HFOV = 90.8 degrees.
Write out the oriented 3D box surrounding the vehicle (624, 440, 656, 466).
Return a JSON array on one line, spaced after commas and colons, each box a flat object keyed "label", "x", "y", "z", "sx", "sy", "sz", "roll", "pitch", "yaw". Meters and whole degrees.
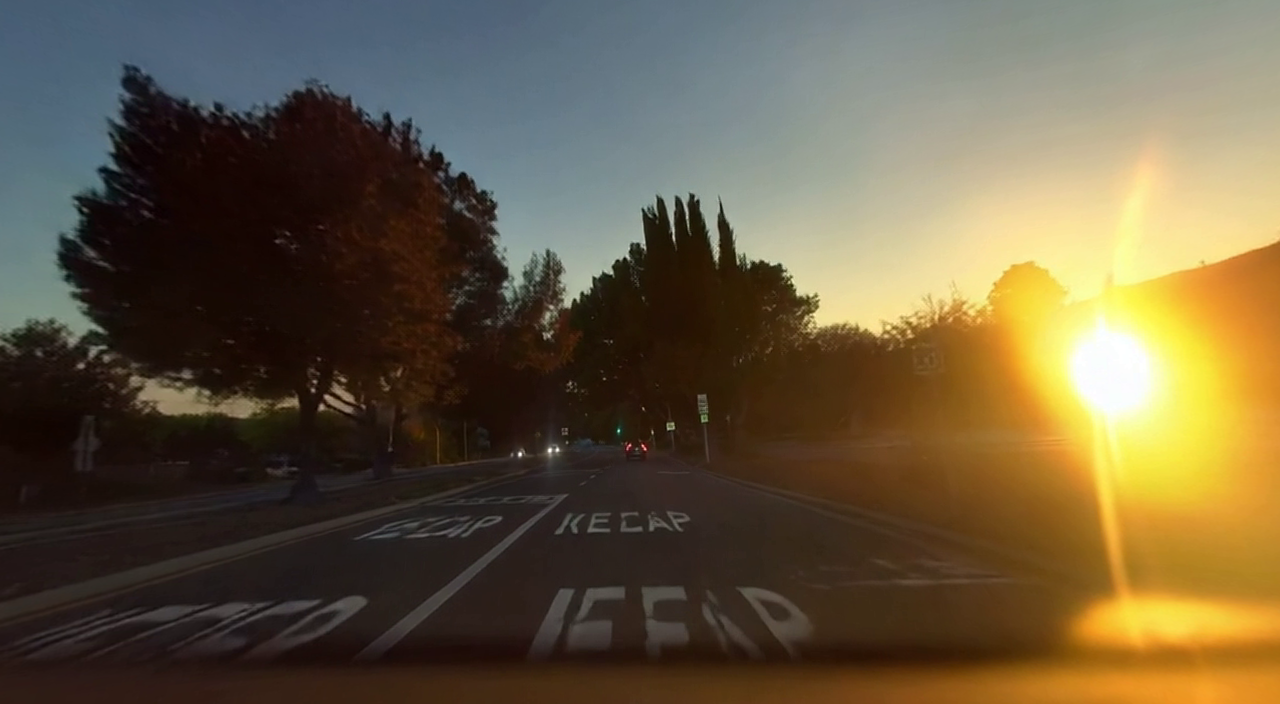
[{"label": "vehicle", "x": -0.032, "y": 6.840, "z": 42.896, "sx": 2.045, "sy": 1.613, "sz": 4.210, "roll": 0, "pitch": -8, "yaw": -1}]
